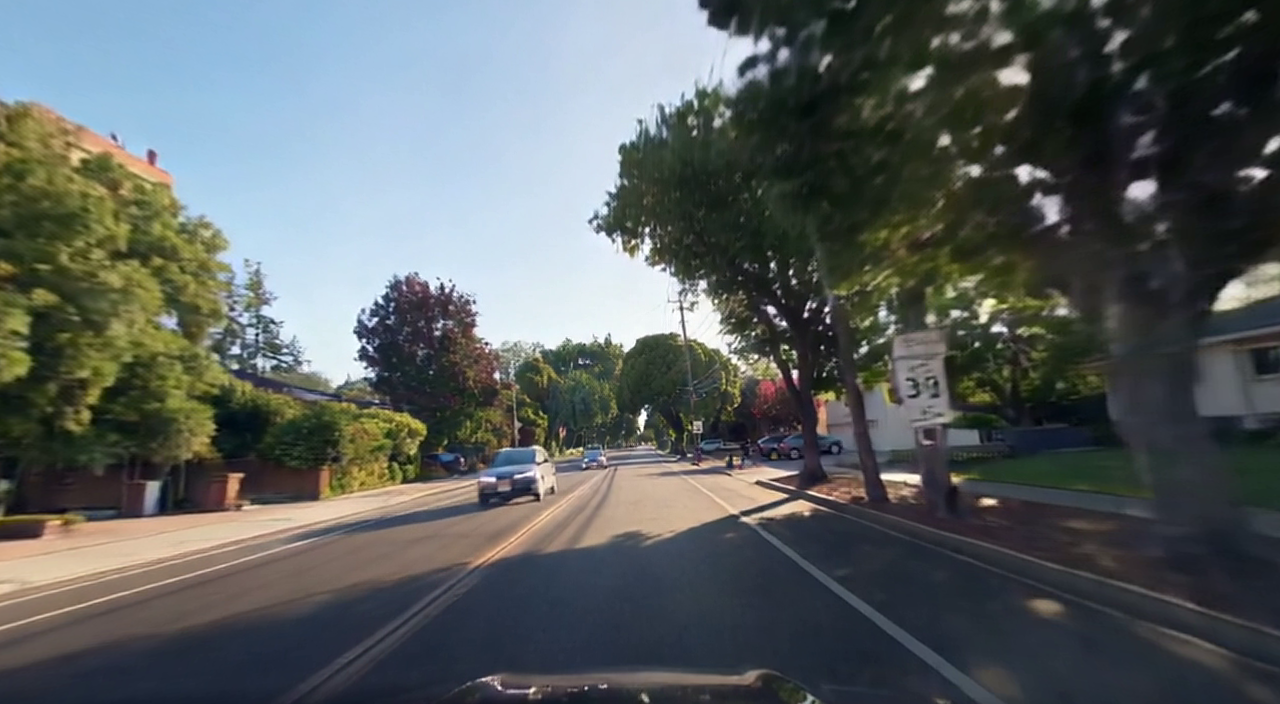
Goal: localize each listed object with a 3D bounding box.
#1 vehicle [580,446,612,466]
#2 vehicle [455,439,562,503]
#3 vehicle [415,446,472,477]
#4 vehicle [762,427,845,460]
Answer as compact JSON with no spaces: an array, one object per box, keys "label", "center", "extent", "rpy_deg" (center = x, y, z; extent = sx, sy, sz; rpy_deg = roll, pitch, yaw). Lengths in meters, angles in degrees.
[{"label":"vehicle","center":[-3.117,7.524,45.787],"extent":[1.968,1.394,3.890],"rpy_deg":[-1,-8,1]},{"label":"vehicle","center":[-3.631,3.351,18.232],"extent":[2.102,1.524,4.387],"rpy_deg":[-2,-8,1]},{"label":"vehicle","center":[-13.153,7.313,42.531],"extent":[2.053,1.906,4.889],"rpy_deg":[0,-8,3]},{"label":"vehicle","center":[10.331,5.821,40.088],"extent":[4.626,1.731,2.007],"rpy_deg":[-3,-8,-2]}]
